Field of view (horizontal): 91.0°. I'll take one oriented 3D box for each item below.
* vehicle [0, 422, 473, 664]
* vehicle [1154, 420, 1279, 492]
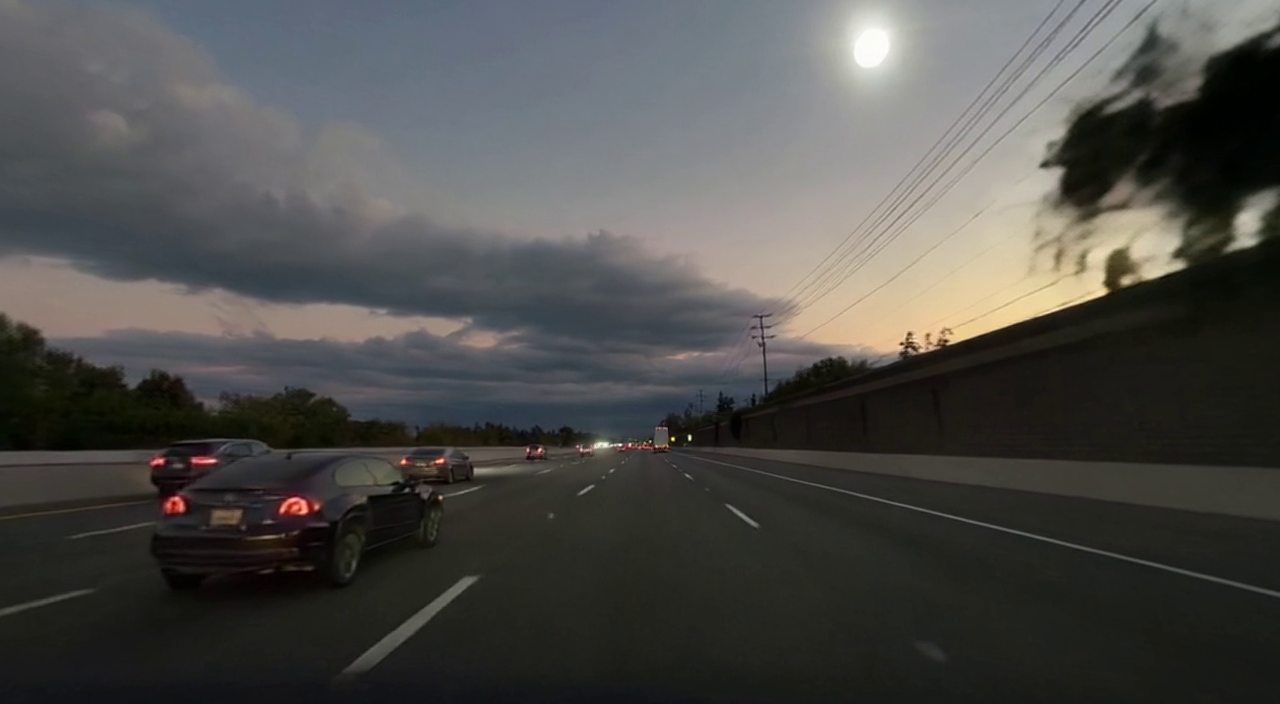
[{"bbox_3d":[-3.503,1.610,6.592,2.045,1.532,4.954,0,-9,1],"label":"vehicle"},{"bbox_3d":[18.576,2.983,18.091,2.272,1.938,5.988,0,-9,-3],"label":"vehicle"}]
